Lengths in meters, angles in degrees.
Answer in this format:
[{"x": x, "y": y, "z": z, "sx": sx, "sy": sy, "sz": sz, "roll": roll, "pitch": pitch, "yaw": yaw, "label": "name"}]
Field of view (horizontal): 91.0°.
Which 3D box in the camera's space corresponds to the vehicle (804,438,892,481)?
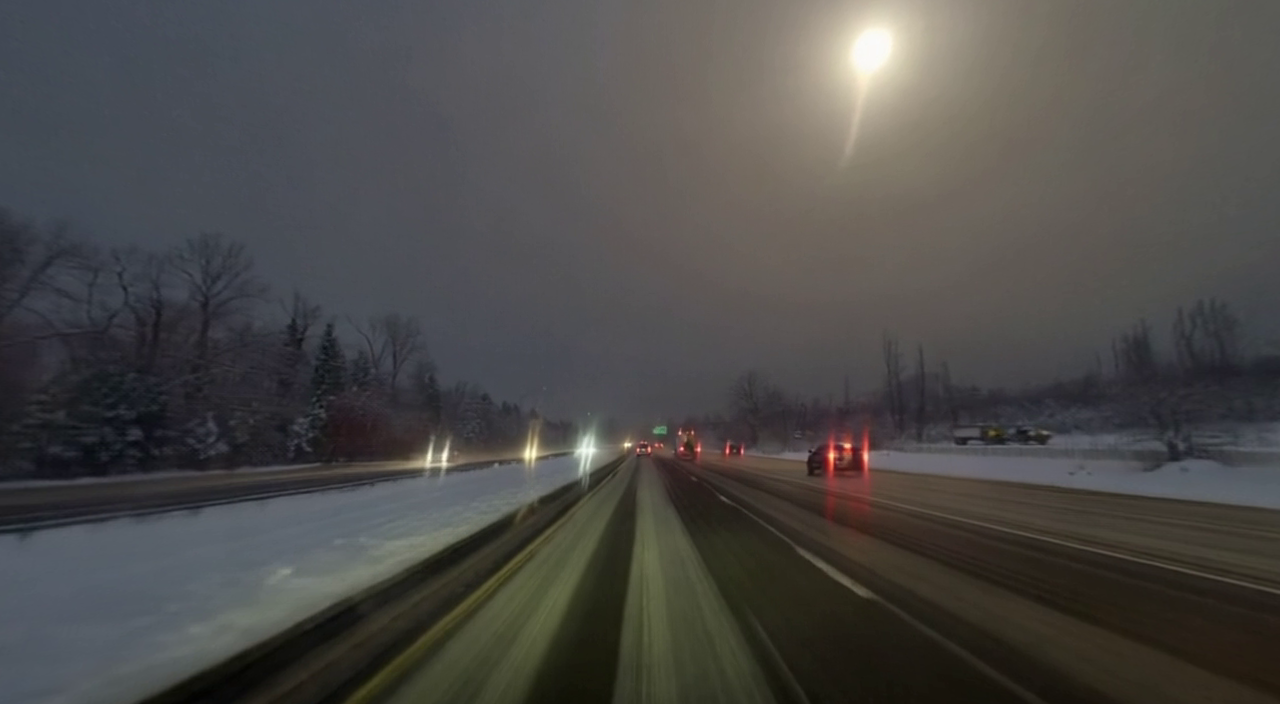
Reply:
[{"x": 8.172, "y": 4.264, "z": 25.204, "sx": 1.989, "sy": 1.526, "sz": 4.443, "roll": 0, "pitch": -9, "yaw": 0, "label": "vehicle"}]
